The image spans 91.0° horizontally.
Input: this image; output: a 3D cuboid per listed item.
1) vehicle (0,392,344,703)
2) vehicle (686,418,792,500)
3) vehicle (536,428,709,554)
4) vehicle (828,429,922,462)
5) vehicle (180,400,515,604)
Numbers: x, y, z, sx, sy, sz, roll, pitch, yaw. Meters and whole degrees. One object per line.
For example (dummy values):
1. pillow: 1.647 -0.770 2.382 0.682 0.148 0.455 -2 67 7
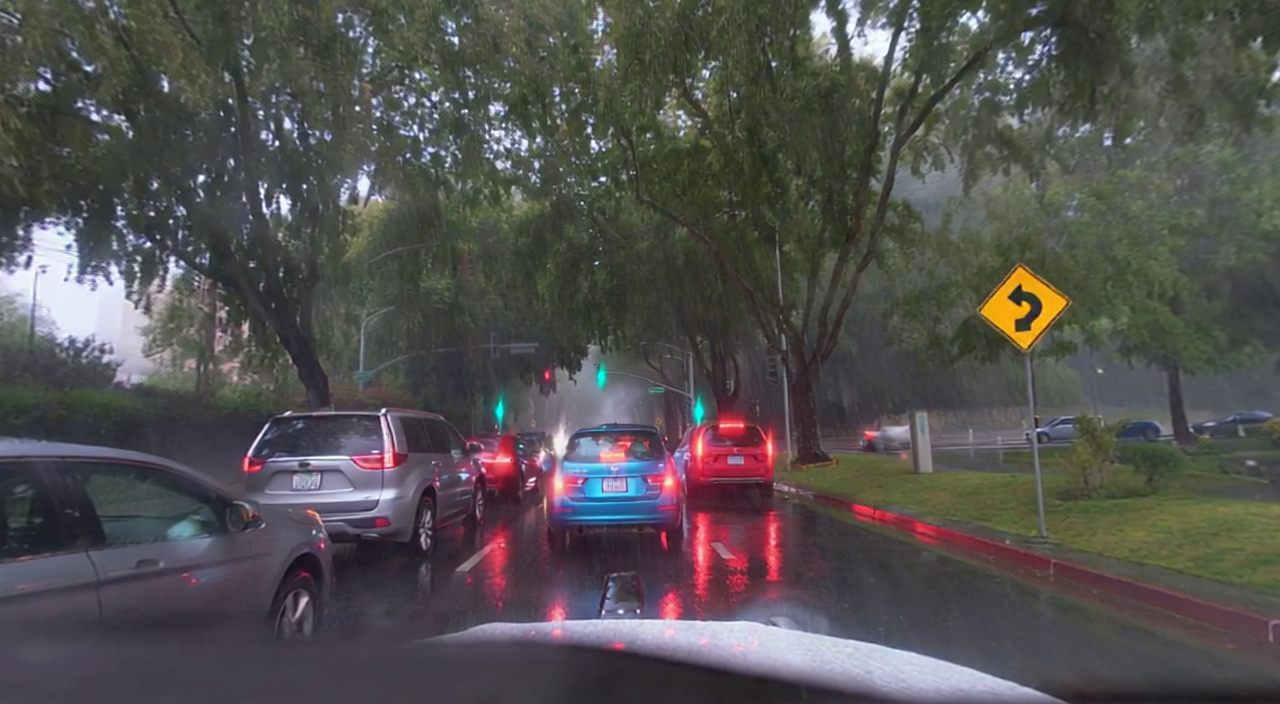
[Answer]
1. vehicle: -2.919 0.832 1.628 1.974 1.484 4.716 0 -8 0
2. vehicle: 2.451 2.811 16.867 2.059 1.864 4.541 0 -8 -1
3. vehicle: -0.255 1.920 9.349 2.025 1.453 3.848 0 -8 -2
4. vehicle: 11.380 4.556 30.695 3.883 1.534 1.779 0 -8 2
5. vehicle: -2.894 1.575 7.454 1.964 1.712 4.097 0 -8 0
